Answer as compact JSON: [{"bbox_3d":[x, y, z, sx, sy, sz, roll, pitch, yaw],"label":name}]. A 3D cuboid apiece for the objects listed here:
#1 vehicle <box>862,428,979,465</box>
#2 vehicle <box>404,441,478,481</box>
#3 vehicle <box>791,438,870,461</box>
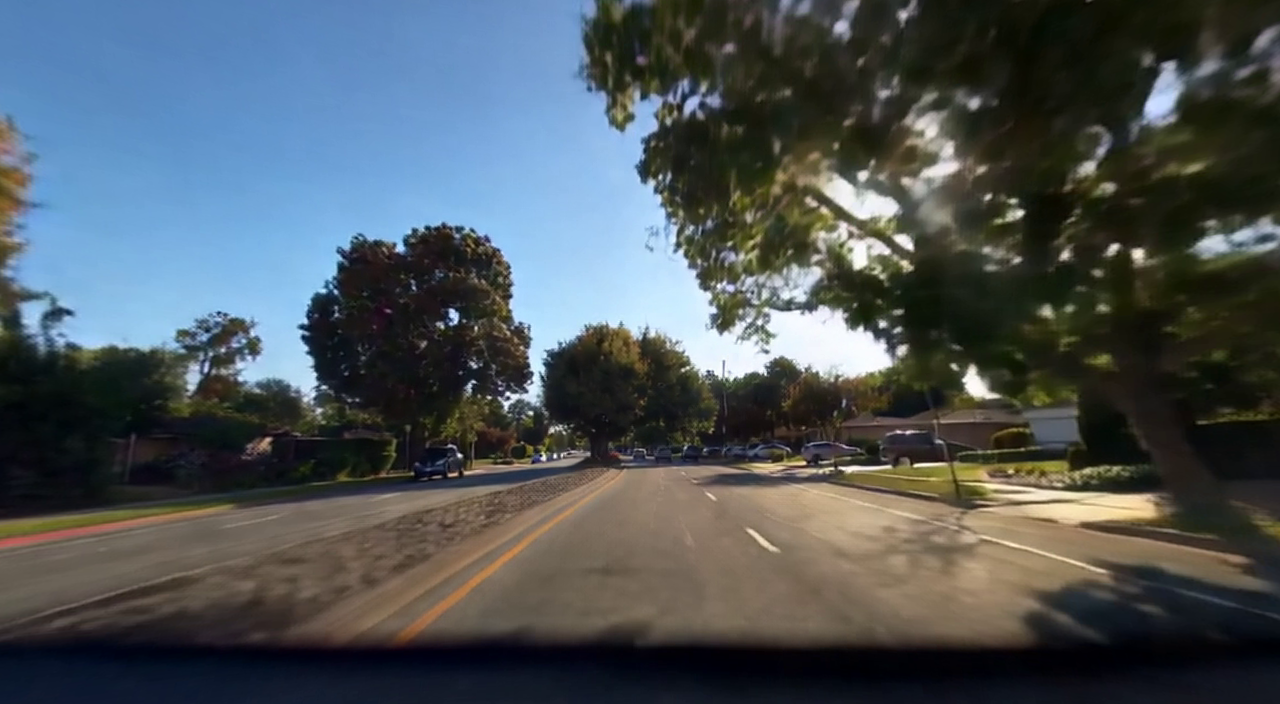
[{"bbox_3d":[13.843,4.696,31.385,4.793,1.744,2.055,-1,-8,1],"label":"vehicle"},{"bbox_3d":[-10.987,6.091,35.330,2.347,1.960,5.167,-2,-10,2],"label":"vehicle"},{"bbox_3d":[13.204,6.802,43.988,4.767,1.557,1.994,0,-9,-1],"label":"vehicle"}]
